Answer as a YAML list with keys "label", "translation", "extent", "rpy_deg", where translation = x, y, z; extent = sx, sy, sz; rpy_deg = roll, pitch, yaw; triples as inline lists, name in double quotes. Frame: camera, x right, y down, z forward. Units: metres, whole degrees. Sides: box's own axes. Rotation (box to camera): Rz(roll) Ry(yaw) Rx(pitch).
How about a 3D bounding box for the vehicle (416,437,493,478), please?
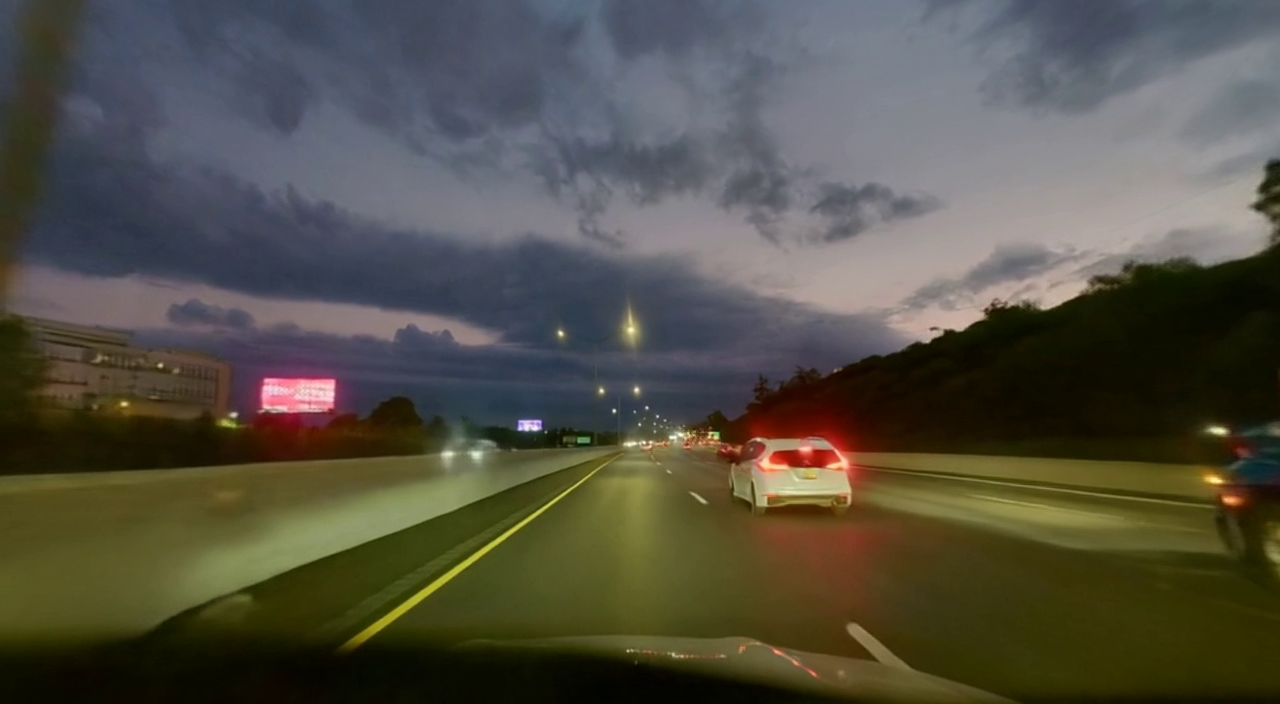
- label: "vehicle"
  translation: [-7.281, 4.158, 25.157]
  extent: [1.945, 1.473, 3.701]
  rpy_deg: [0, -8, 0]

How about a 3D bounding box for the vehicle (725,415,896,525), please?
- label: "vehicle"
  translation: [2.975, 2.182, 12.164]
  extent: [1.973, 1.710, 4.476]
  rpy_deg: [0, -8, -1]
